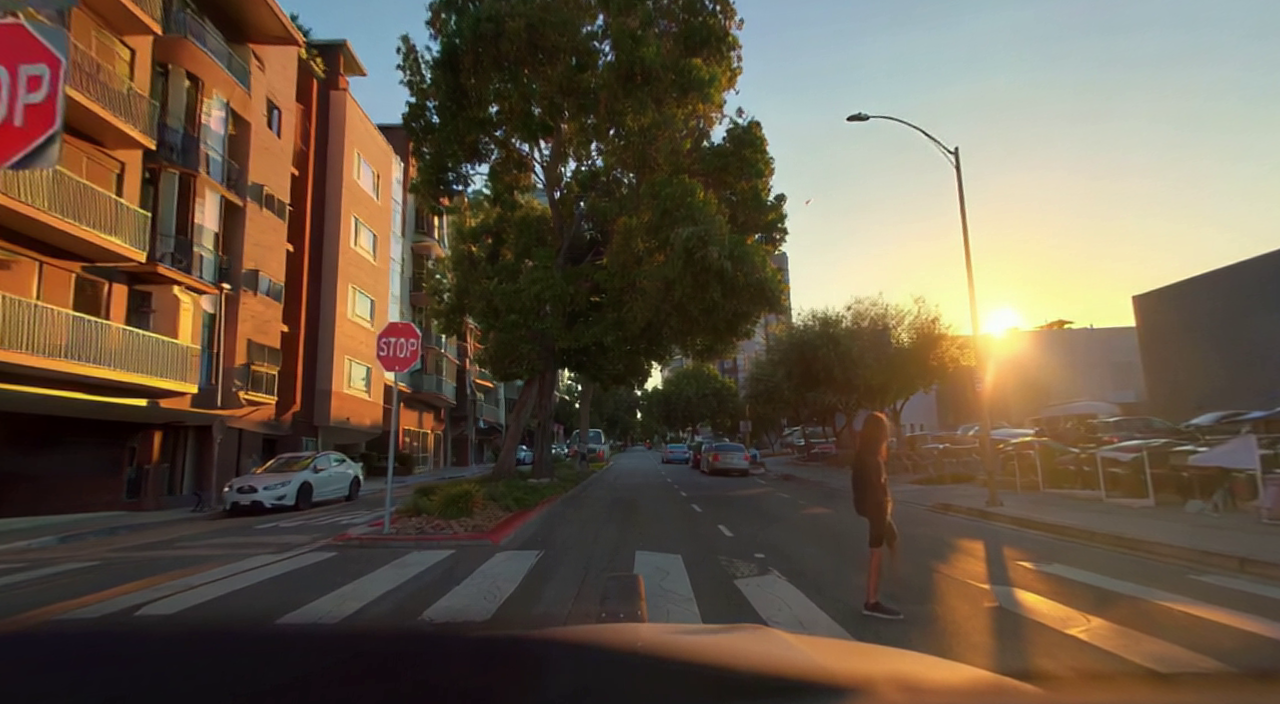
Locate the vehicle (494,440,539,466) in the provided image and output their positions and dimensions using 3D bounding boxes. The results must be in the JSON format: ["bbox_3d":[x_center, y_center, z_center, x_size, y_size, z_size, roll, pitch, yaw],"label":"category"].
[{"bbox_3d":[-8.866,7.275,45.708,2.256,1.802,4.333,0,-8,2],"label":"vehicle"}]

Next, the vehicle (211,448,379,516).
[{"bbox_3d":[-8.797,3.310,16.635,2.007,1.503,4.343,0,-8,-1],"label":"vehicle"}]

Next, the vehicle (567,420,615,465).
[{"bbox_3d":[-2.997,5.778,40.222,2.317,2.596,6.053,0,-8,3],"label":"vehicle"}]

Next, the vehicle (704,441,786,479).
[{"bbox_3d":[4.585,4.581,27.096,1.858,1.491,4.329,-5,-10,33],"label":"vehicle"}]
